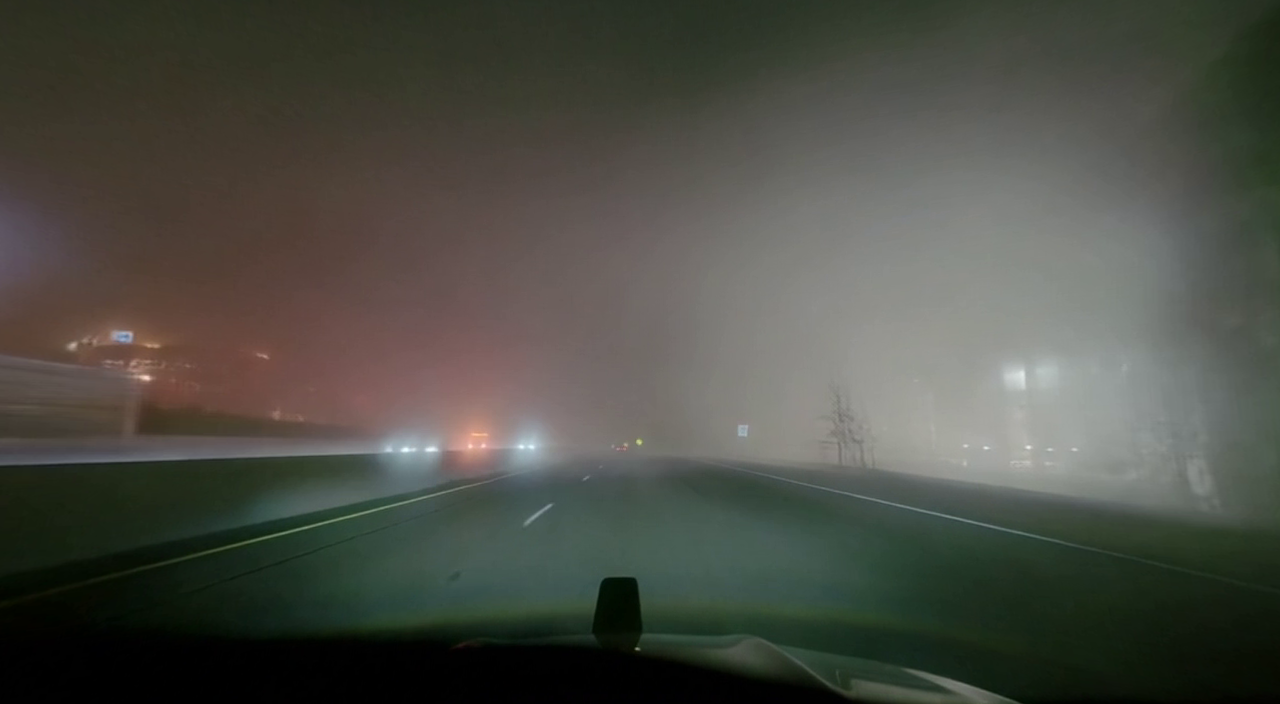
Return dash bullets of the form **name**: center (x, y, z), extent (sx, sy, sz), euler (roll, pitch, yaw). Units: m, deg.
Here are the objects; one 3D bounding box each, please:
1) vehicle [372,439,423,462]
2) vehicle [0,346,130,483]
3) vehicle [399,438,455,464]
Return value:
- **vehicle**: center (-17.552, 7.163, 45.538), extent (1.933, 1.510, 4.591), euler (0, -9, -1)
- **vehicle**: center (-20.718, 1.523, 16.520), extent (2.948, 4.084, 14.022), euler (0, -9, -1)
- **vehicle**: center (-13.161, 6.164, 39.059), extent (1.918, 1.509, 4.621), euler (0, -9, -1)
